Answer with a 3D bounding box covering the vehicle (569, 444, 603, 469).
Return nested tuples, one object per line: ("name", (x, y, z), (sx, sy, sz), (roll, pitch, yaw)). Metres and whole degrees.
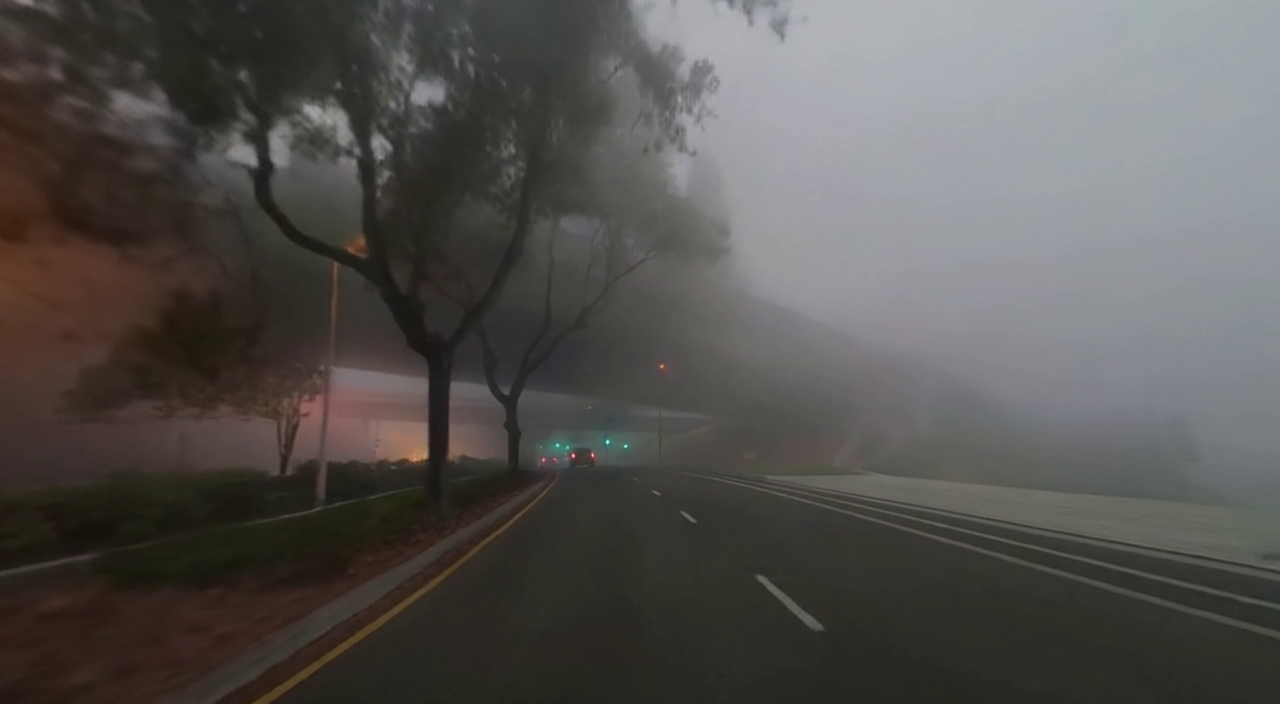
("vehicle", (-4.104, 7.779, 47.160), (2.184, 1.713, 4.231), (1, -9, -9))
